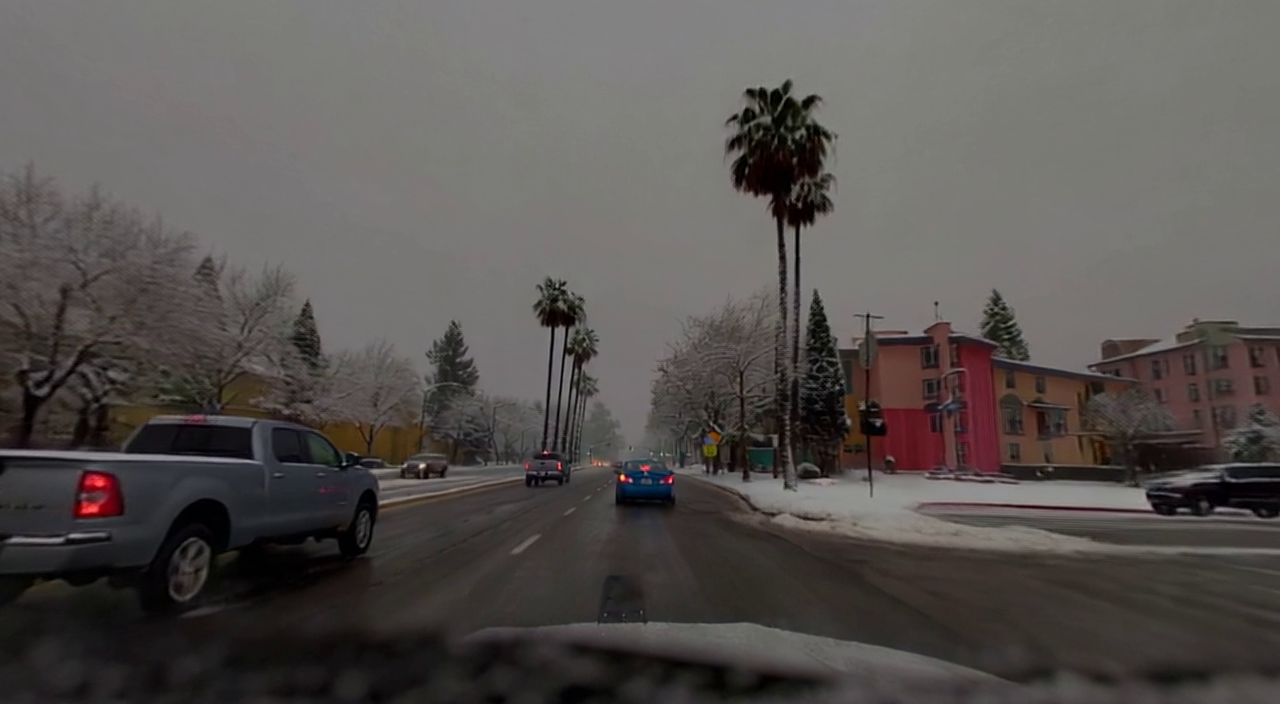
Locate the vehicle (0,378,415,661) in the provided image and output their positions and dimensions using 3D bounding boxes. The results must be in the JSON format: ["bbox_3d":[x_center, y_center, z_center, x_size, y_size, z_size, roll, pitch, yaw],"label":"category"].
[{"bbox_3d":[-4.878,1.627,7.374,2.187,1.904,6.103,1,-10,0],"label":"vehicle"}]

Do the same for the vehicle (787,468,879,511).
[{"bbox_3d":[6.878,4.884,22.581,2.949,1.209,3.070,-1,-10,15],"label":"vehicle"}]

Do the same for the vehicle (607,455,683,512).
[{"bbox_3d":[0.119,4.050,19.820,2.122,1.562,4.152,1,-10,-1],"label":"vehicle"}]

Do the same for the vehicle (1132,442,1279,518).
[{"bbox_3d":[33.234,7.473,36.735,5.858,4.169,3.001,0,-12,2],"label":"vehicle"}]

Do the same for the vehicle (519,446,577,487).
[{"bbox_3d":[-5.094,6.458,35.645,2.447,2.062,5.911,1,-10,-1],"label":"vehicle"}]
